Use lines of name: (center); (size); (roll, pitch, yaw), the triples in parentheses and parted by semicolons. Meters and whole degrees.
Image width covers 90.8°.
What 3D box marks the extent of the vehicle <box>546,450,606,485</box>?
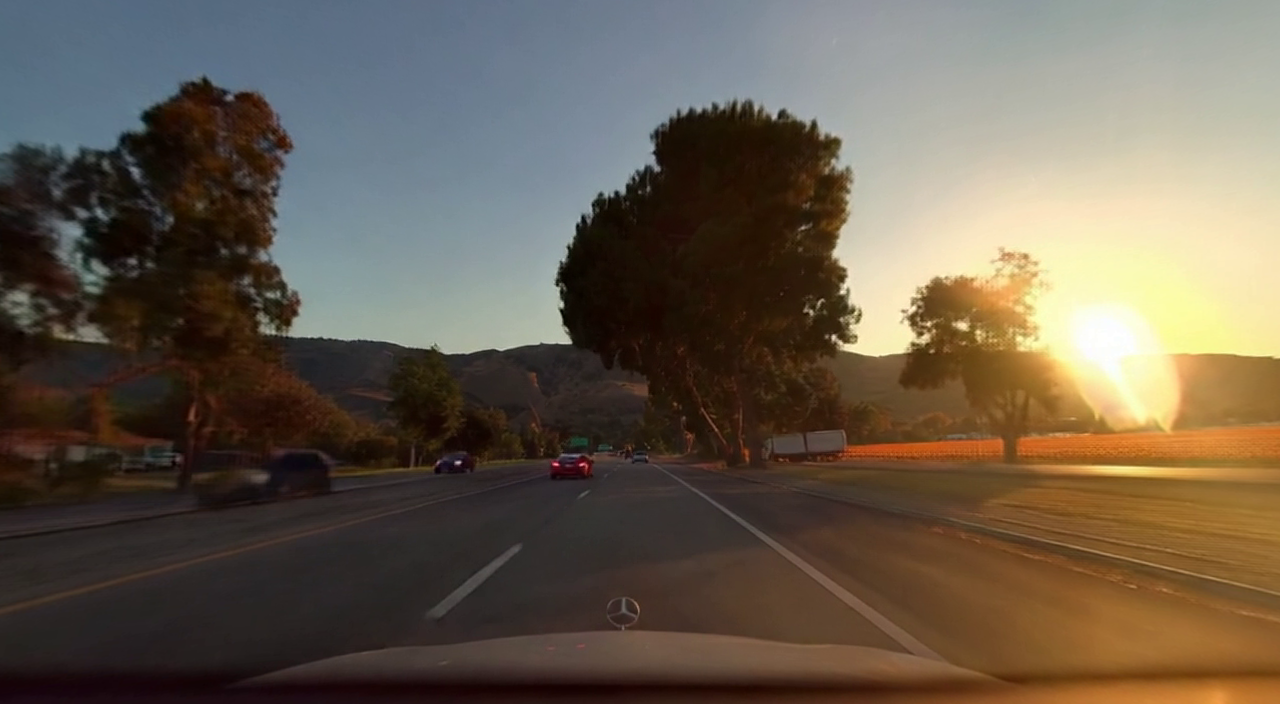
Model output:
vehicle: (-2.855, 5.276, 29.197); (2.170, 1.451, 4.584); (0, -9, 2)

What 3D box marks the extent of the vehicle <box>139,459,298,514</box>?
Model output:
vehicle: (-12.506, 3.977, 19.117); (1.940, 1.397, 4.170); (0, -9, -1)

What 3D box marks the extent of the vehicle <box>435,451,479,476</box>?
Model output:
vehicle: (-12.224, 7.460, 42.368); (1.783, 1.520, 3.915); (0, -9, -1)
